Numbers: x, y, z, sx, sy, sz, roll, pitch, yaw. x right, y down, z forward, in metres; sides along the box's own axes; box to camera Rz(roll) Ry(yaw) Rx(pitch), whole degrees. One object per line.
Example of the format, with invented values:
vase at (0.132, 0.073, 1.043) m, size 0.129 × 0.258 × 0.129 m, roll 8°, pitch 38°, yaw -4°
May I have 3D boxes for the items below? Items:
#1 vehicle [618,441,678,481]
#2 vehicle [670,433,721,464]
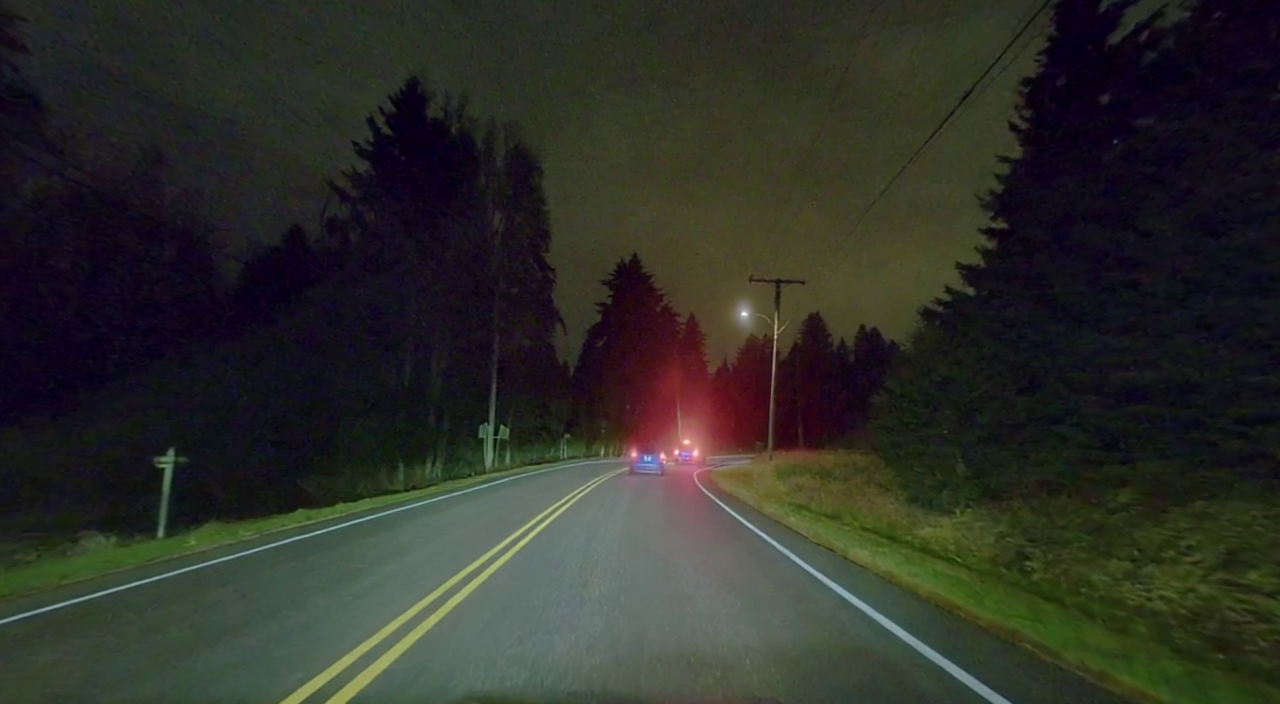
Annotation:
vehicle at (0.434, 4.569, 26.765) m, size 2.157 × 1.565 × 4.243 m, roll -1°, pitch -8°, yaw 5°
vehicle at (4.202, 7.136, 46.665) m, size 2.376 × 2.145 × 5.953 m, roll -3°, pitch -9°, yaw 19°
